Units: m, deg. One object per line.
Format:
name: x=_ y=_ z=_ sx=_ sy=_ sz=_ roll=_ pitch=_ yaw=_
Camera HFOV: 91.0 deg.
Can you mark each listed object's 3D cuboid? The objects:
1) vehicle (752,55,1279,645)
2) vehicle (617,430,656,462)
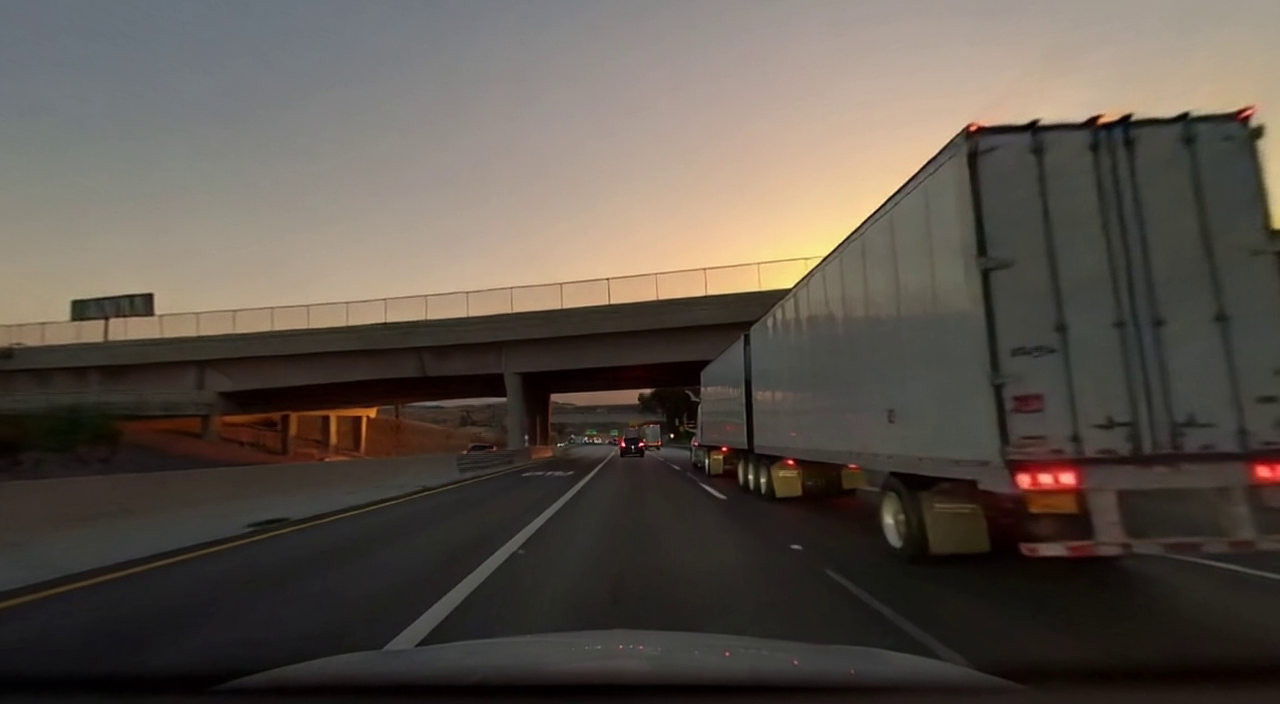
vehicle: x=3.872 y=0.454 z=8.498 sx=2.967 sy=3.961 sz=8.660 roll=-1 pitch=-8 yaw=-1
vehicle: x=-0.271 y=6.333 z=42.698 sx=2.456 sy=2.007 sz=4.728 roll=-1 pitch=-8 yaw=-1
